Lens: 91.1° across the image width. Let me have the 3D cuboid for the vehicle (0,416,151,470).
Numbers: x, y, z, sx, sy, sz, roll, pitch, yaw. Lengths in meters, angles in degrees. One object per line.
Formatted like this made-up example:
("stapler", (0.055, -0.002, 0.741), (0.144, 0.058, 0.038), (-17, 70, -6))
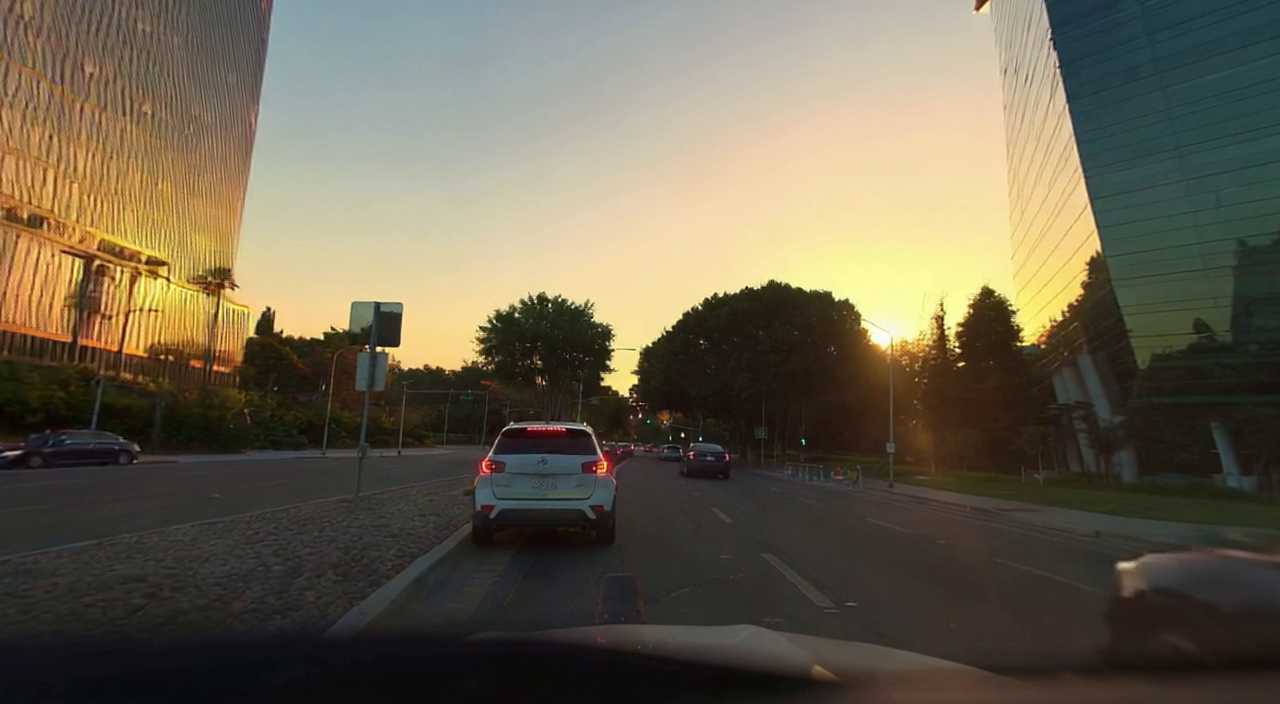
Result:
("vehicle", (-18.830, 2.961, 20.458), (1.911, 1.542, 4.748), (0, -8, 1))

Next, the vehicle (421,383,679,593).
("vehicle", (-1.138, 1.560, 8.109), (2.275, 1.819, 4.883), (1, -9, -9))

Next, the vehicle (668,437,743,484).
("vehicle", (2.680, 4.612, 26.997), (2.301, 1.716, 4.856), (3, -9, -4))

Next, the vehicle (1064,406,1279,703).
("vehicle", (3.202, 0.763, 0.786), (2.205, 1.537, 4.895), (-1, -8, 4))
